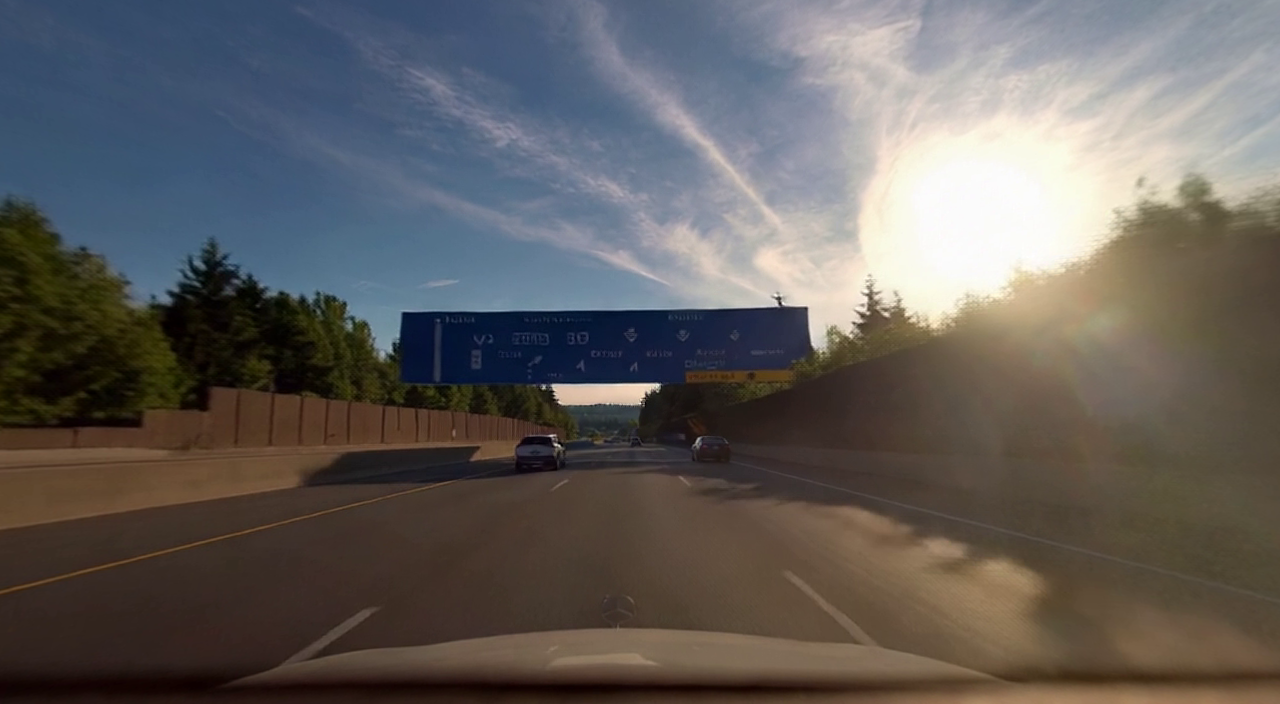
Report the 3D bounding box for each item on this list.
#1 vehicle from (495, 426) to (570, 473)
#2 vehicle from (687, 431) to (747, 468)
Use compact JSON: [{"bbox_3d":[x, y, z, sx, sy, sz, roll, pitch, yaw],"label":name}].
[{"bbox_3d":[-4.057,3.765,24.502,2.219,1.660,4.153,0,-8,0],"label":"vehicle"},{"bbox_3d":[3.385,4.398,28.638,2.077,1.523,4.539,0,-8,-1],"label":"vehicle"}]
